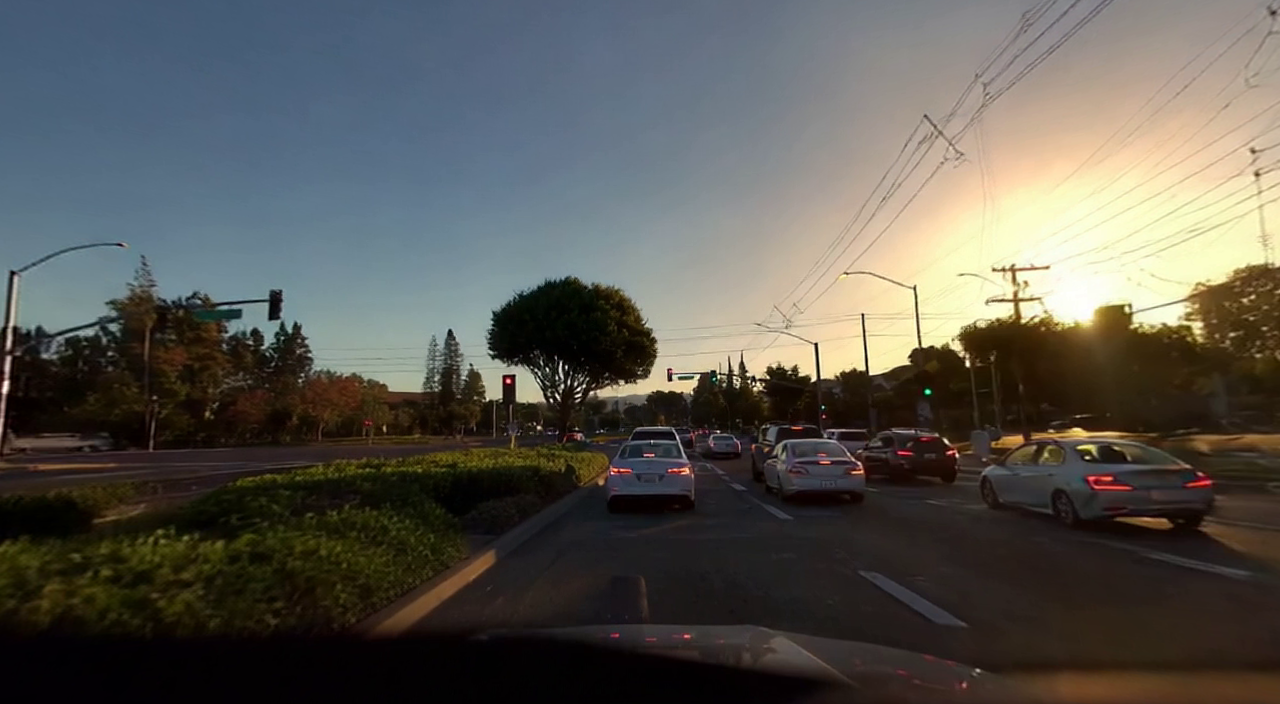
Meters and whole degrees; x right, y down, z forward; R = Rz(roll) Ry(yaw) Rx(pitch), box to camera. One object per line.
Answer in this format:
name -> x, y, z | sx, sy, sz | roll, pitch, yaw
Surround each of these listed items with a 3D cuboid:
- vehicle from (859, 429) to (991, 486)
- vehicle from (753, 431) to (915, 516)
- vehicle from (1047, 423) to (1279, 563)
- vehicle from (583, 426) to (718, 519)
vehicle -> 8.564, 3.222, 19.519 | 1.966, 1.536, 4.666 | 0, -8, 1
vehicle -> 3.775, 2.444, 13.253 | 2.028, 1.454, 4.531 | 0, -8, 1
vehicle -> 7.914, 1.776, 8.557 | 1.905, 1.483, 4.469 | -1, -8, 2
vehicle -> 0.191, 2.309, 12.557 | 2.208, 1.498, 4.401 | 0, -8, 1
